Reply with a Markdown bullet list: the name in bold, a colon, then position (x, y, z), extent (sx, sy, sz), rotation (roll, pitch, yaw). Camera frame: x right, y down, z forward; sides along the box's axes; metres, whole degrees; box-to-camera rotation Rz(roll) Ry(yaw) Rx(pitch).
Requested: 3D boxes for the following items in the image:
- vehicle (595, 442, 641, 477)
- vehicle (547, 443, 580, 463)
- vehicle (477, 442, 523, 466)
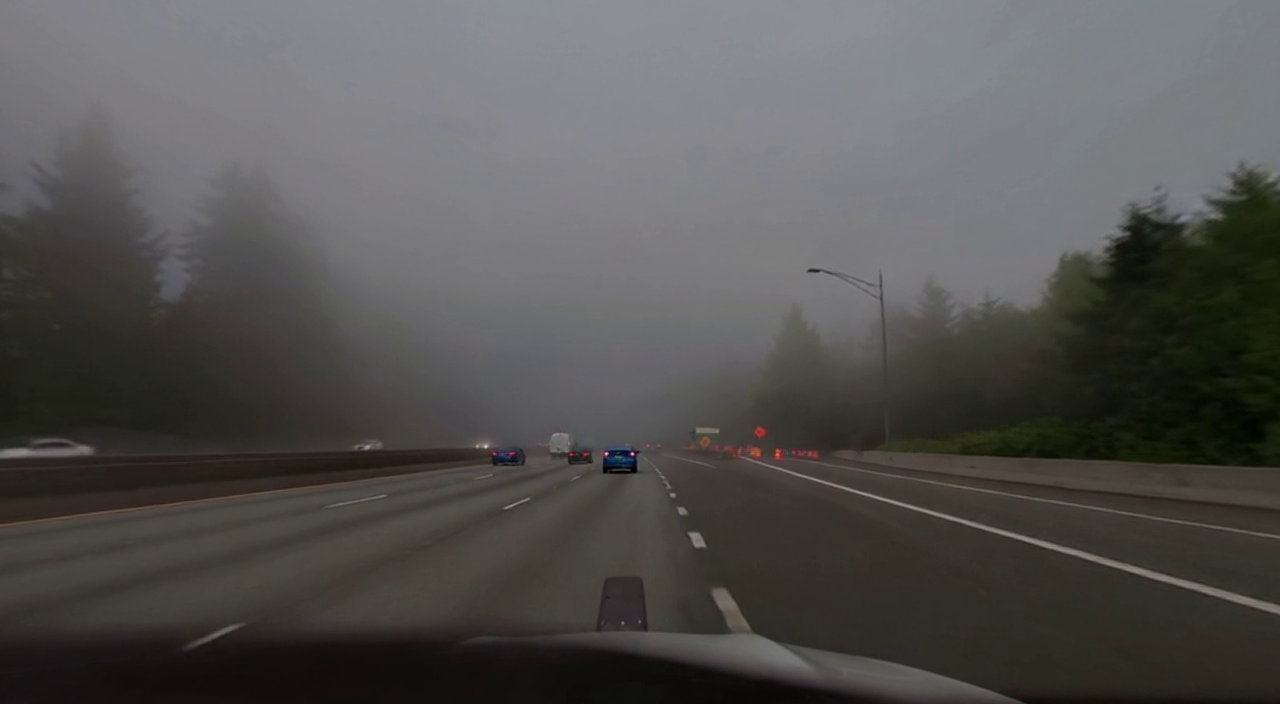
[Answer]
- **vehicle**: position (-0.924, 4.878, 28.952), extent (1.963, 1.462, 4.681), rotation (0, -8, 0)
- **vehicle**: position (-5.651, 7.459, 46.599), extent (1.951, 1.439, 4.633), rotation (0, -8, -1)
- **vehicle**: position (-8.942, 6.515, 40.364), extent (1.946, 1.472, 4.472), rotation (0, -8, -1)
